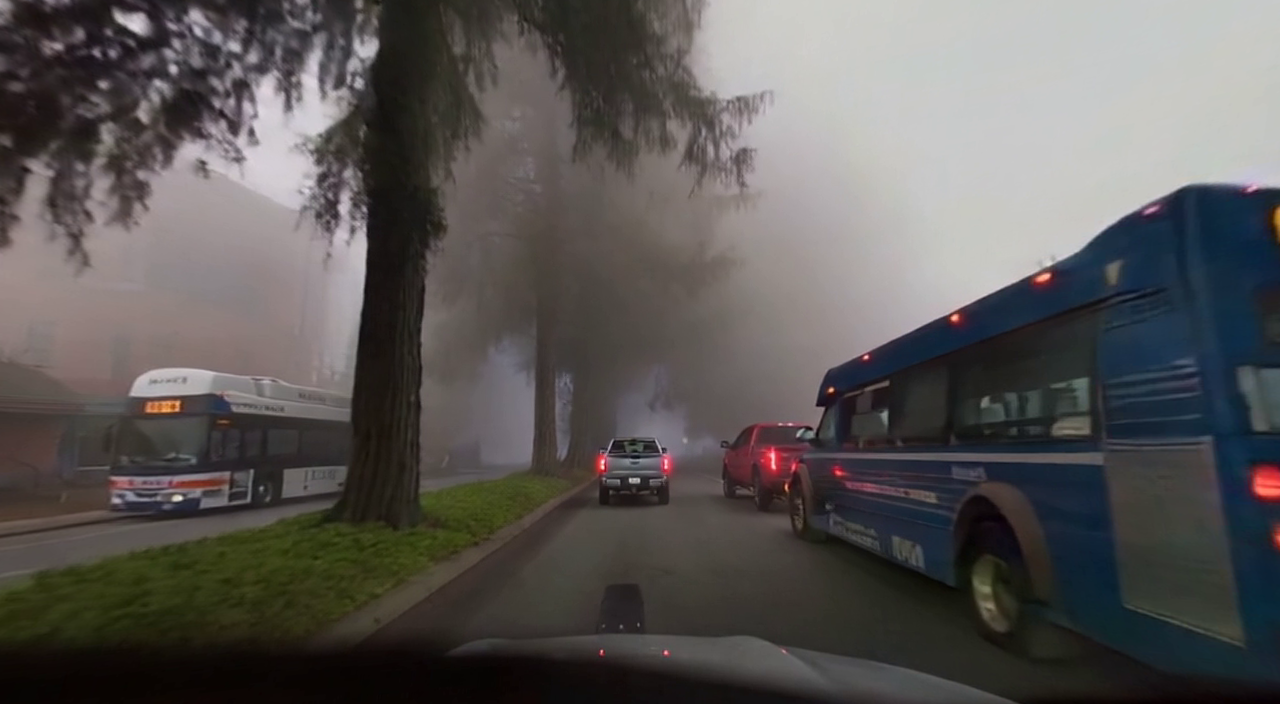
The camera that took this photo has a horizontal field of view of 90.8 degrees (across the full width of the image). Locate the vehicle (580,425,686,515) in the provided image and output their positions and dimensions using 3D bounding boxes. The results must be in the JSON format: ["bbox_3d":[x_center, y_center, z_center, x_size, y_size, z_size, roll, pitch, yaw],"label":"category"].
[{"bbox_3d":[-0.135,2.867,15.922,2.157,1.816,5.804,0,-9,0],"label":"vehicle"}]

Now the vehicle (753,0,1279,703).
[{"bbox_3d":[3.840,0.729,6.471,3.088,3.057,10.503,0,-9,-2],"label":"vehicle"}]

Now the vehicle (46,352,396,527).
[{"bbox_3d":[-12.111,2.947,20.989,2.996,4.022,12.692,0,-9,-1],"label":"vehicle"}]
